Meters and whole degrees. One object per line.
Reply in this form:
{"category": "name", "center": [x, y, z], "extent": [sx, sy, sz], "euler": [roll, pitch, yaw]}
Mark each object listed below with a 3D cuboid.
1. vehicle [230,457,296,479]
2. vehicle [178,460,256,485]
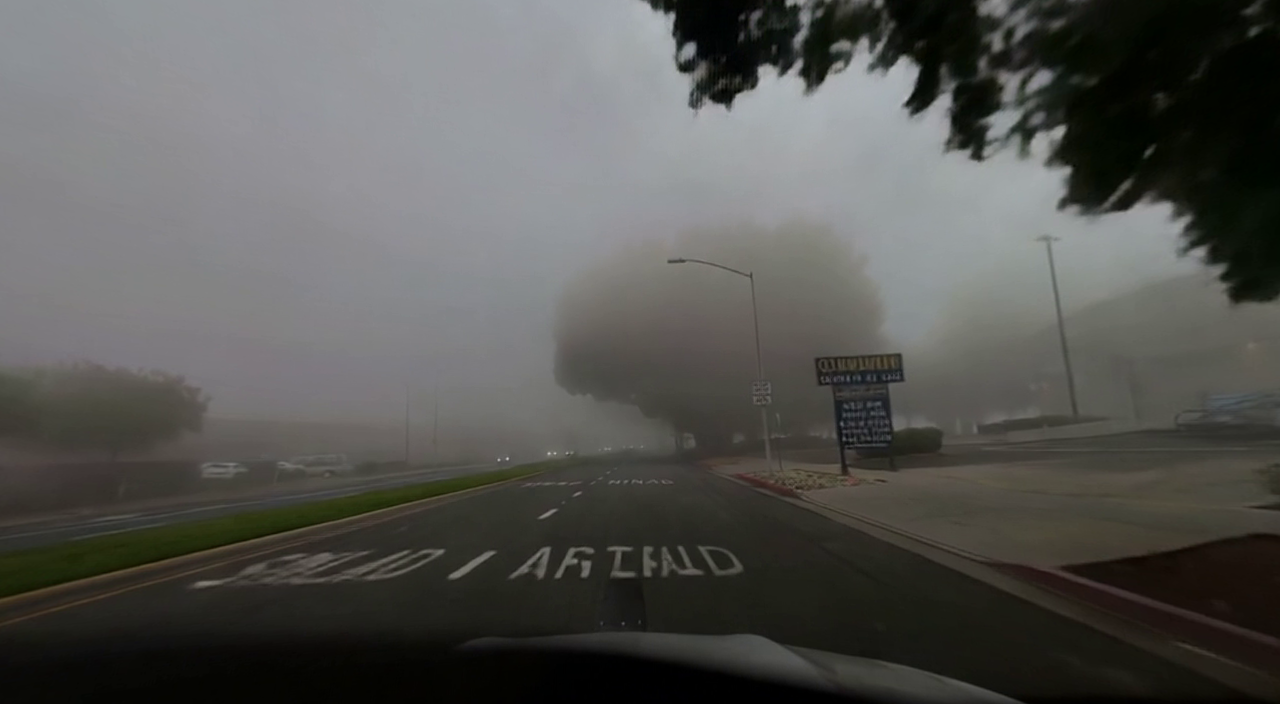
{"category": "vehicle", "center": [-28.332, 8.697, 47.239], "extent": [3.664, 1.564, 2.023], "euler": [0, -9, 1]}
{"category": "vehicle", "center": [-27.720, 7.876, 41.209], "extent": [3.797, 1.527, 1.830], "euler": [0, -9, 0]}
